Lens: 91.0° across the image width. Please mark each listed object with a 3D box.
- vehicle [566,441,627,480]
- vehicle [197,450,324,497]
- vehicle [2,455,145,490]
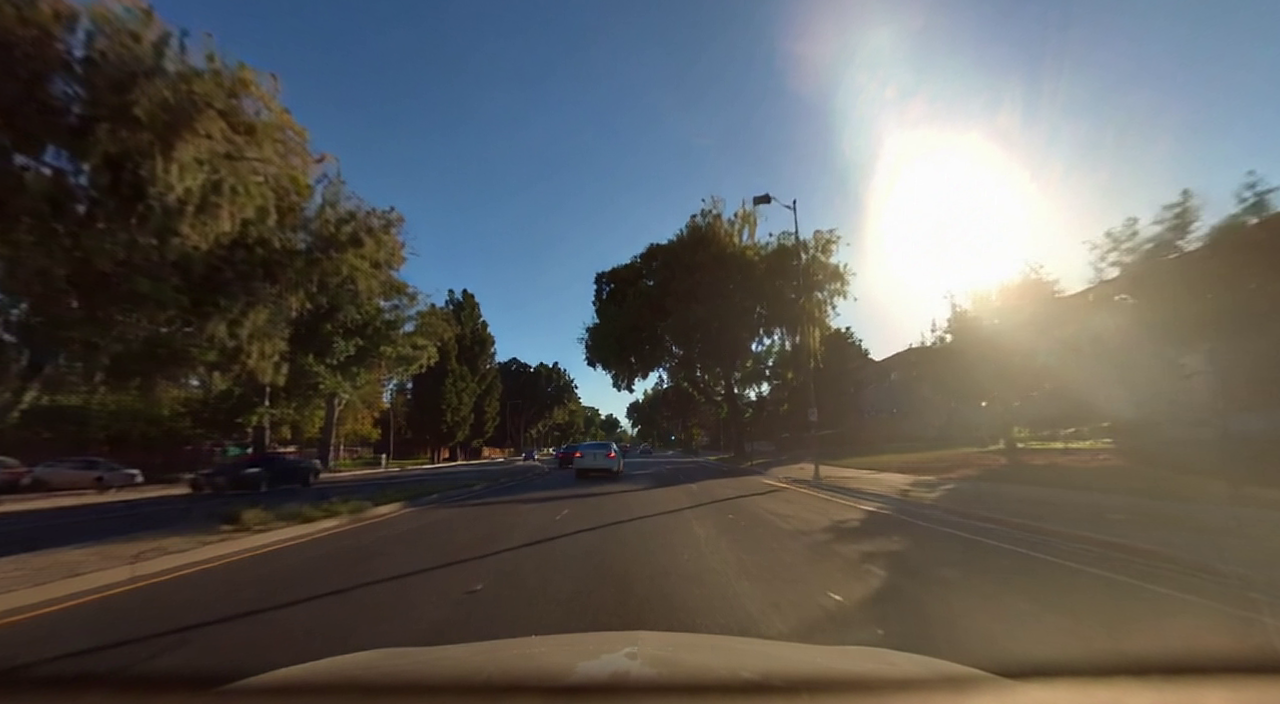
[{"bbox_3d":[-1.787,4.685,27.400,2.106,1.517,4.375,0,-9,3],"label":"vehicle"},{"bbox_3d":[-13.643,4.356,23.012,1.939,1.537,4.269,0,-9,0],"label":"vehicle"},{"bbox_3d":[-26.401,5.615,29.487,4.586,1.492,1.884,1,-9,-7],"label":"vehicle"}]
